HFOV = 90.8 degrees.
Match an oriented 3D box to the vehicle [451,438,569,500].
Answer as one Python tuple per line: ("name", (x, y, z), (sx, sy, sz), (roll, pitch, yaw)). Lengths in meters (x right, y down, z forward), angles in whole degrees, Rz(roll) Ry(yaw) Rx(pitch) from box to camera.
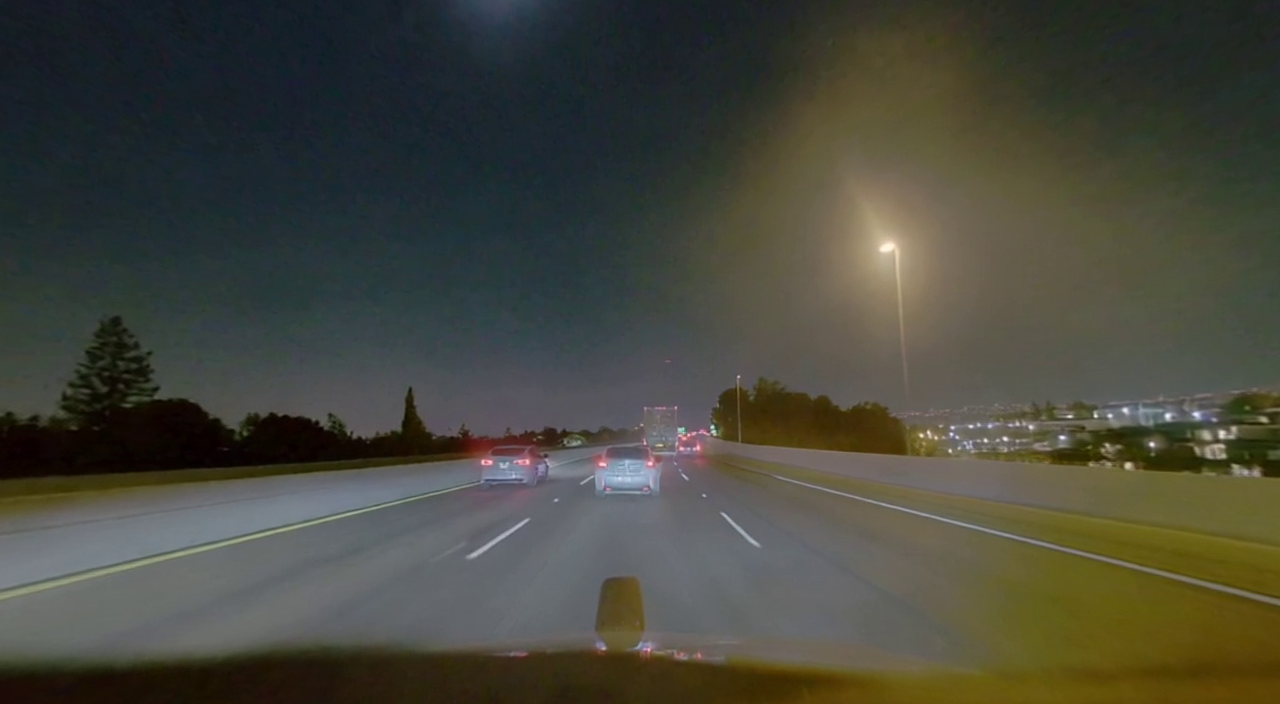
("vehicle", (-3.465, 3.254, 17.997), (2.130, 1.474, 5.027), (-1, -9, 2))

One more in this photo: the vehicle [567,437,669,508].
("vehicle", (-0.408, 2.842, 15.350), (2.136, 1.470, 3.971), (-1, -9, 2))

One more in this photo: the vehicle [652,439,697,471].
("vehicle", (1.883, 5.833, 36.024), (2.166, 1.666, 4.618), (0, -9, -2))
